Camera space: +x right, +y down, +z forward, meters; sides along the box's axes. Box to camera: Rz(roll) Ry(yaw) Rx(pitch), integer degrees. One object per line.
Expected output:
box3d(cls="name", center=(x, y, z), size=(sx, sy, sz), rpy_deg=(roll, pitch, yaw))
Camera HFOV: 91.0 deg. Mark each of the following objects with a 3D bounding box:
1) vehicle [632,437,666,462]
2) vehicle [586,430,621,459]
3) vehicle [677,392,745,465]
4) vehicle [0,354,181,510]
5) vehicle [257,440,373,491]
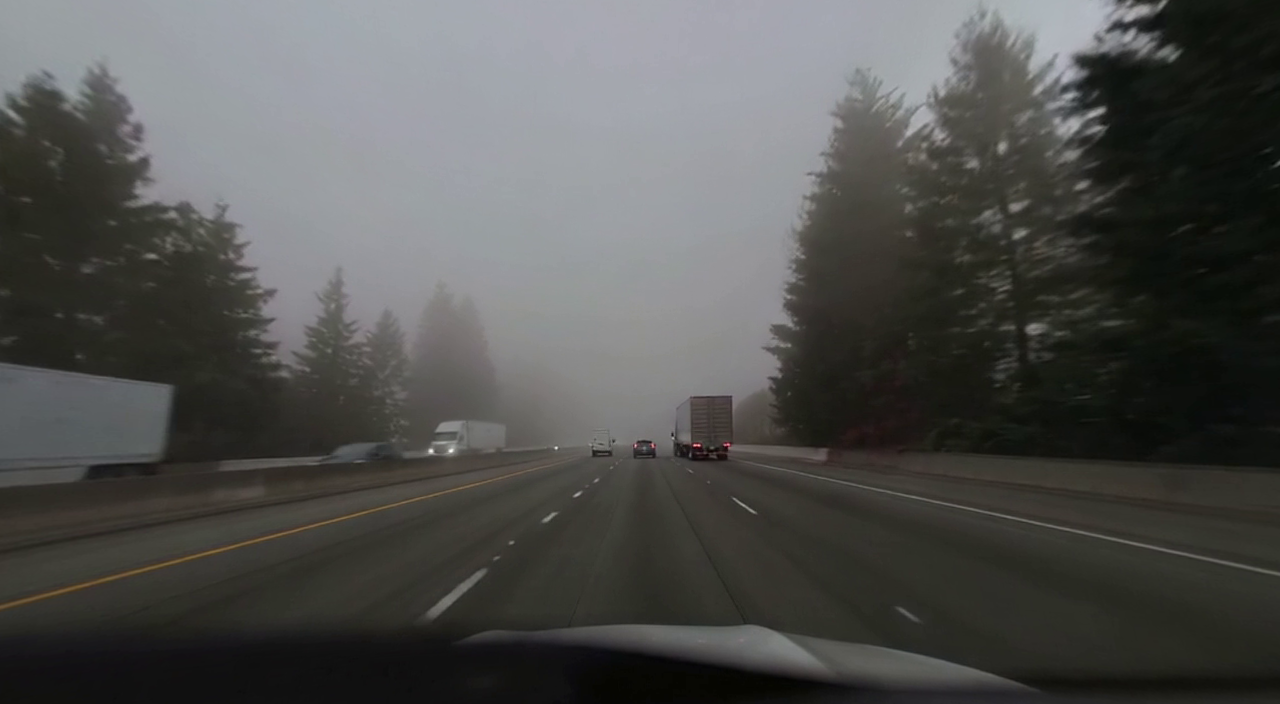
box3d(cls="vehicle", center=(0.564, 6.490, 42.130), size=(2.139, 1.607, 4.034), rpy_deg=(0, -8, 0))
box3d(cls="vehicle", center=(-2.627, 6.854, 46.615), size=(2.247, 2.039, 5.008), rpy_deg=(0, -8, 1))
box3d(cls="vehicle", center=(4.490, 5.344, 43.097), size=(3.005, 4.131, 14.221), rpy_deg=(1, -8, 0))
box3d(cls="vehicle", center=(-18.583, 2.071, 16.295), size=(3.001, 4.138, 13.607), rpy_deg=(0, -8, 1))
box3d(cls="vehicle", center=(-10.862, 3.784, 21.389), size=(1.900, 1.548, 4.087), rpy_deg=(0, -8, -3))
